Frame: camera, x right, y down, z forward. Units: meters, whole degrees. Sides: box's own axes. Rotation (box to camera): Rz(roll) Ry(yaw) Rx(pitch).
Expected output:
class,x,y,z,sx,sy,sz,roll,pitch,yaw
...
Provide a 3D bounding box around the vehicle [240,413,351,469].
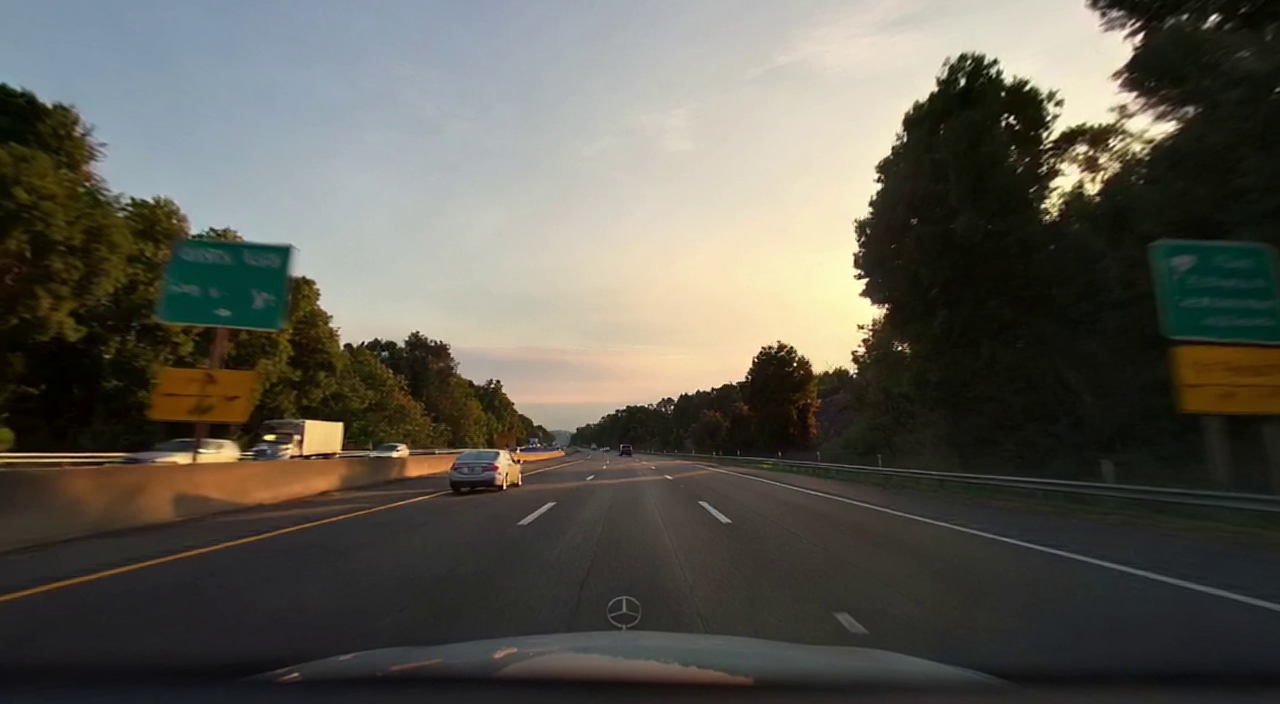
class,x,y,z,sx,sy,sz,roll,pitch,yaw
vehicle,-21.720,5.740,40.340,2.792,3.271,7.553,0,-9,-1

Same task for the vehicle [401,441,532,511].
class,x,y,z,sx,sy,sz,roll,pitch,yaw
vehicle,-4.198,3.074,16.140,2.022,1.513,4.613,0,-9,0

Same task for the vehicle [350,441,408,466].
class,x,y,z,sx,sy,sz,roll,pitch,yaw
vehicle,-17.453,6.801,42.400,2.155,1.583,4.233,0,-9,-1

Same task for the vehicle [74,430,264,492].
class,x,y,z,sx,sy,sz,roll,pitch,yaw
vehicle,-13.305,3.122,18.279,1.977,1.562,4.525,0,-9,0
